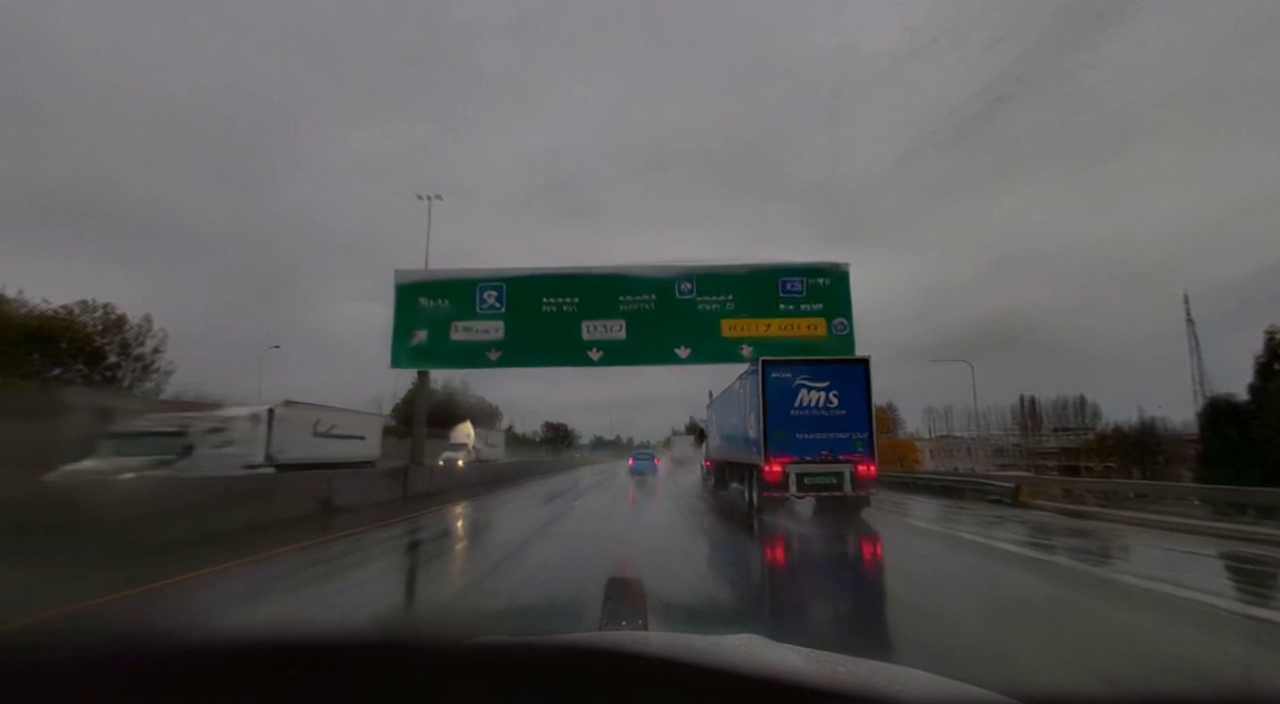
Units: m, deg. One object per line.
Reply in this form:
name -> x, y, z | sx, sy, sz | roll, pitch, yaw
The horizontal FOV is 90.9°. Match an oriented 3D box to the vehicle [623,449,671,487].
vehicle -> 0.358, 5.492, 30.137 | 2.121, 1.642, 3.828 | 0, -9, 1

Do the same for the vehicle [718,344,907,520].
vehicle -> 4.873, 2.939, 21.863 | 3.002, 4.104, 14.174 | 0, -9, 2

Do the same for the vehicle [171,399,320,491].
vehicle -> -18.210, 4.387, 29.668 | 2.986, 3.895, 5.845 | 0, -9, 0

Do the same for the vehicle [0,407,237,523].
vehicle -> -13.728, 2.896, 16.594 | 2.348, 2.494, 5.681 | 0, -9, 1
